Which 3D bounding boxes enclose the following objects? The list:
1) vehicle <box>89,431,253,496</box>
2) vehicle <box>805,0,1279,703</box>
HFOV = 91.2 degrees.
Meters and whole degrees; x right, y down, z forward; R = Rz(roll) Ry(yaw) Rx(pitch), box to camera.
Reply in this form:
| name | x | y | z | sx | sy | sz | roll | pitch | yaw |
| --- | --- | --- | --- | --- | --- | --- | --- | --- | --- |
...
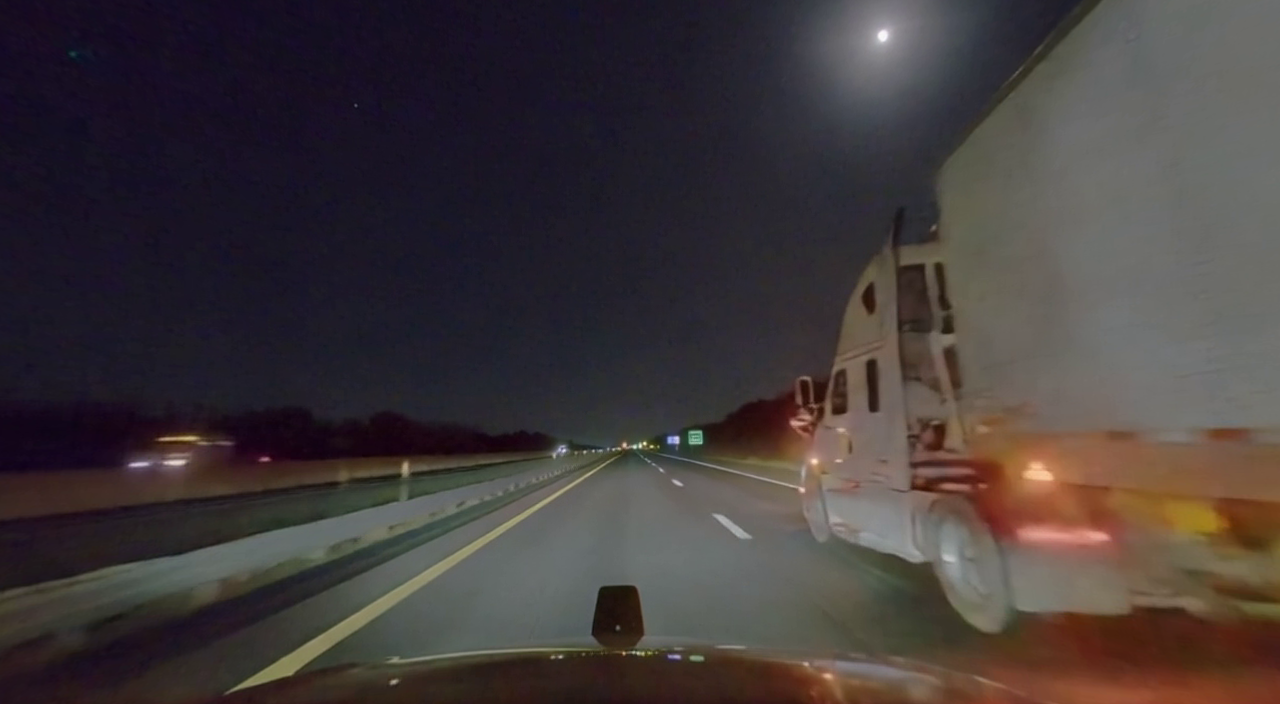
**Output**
| name | x | y | z | sx | sy | sz | roll | pitch | yaw |
| --- | --- | --- | --- | --- | --- | --- | --- | --- | --- |
| vehicle | -21.138 | 5.043 | 28.861 | 2.345 | 2.583 | 6.782 | 0 | -9 | -1 |
| vehicle | 3.954 | 0.148 | 5.737 | 3.038 | 3.983 | 6.291 | 0 | -9 | 0 |
